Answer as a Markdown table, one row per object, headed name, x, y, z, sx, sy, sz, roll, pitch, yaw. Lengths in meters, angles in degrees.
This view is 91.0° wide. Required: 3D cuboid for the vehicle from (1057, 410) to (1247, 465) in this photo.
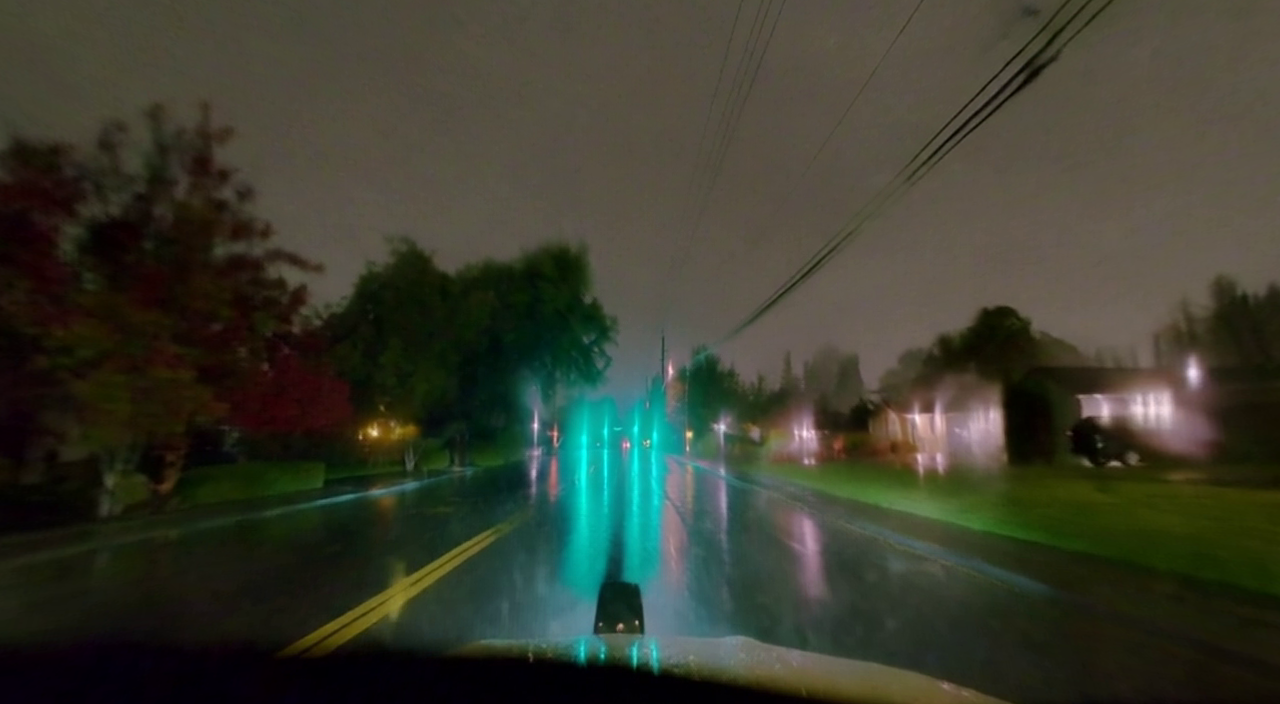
| name | x | y | z | sx | sy | sz | roll | pitch | yaw |
| --- | --- | --- | --- | --- | --- | --- | --- | --- | --- |
| vehicle | 17.136 | 2.898 | 21.258 | 4.562 | 1.736 | 2.092 | 0 | -8 | -1 |
